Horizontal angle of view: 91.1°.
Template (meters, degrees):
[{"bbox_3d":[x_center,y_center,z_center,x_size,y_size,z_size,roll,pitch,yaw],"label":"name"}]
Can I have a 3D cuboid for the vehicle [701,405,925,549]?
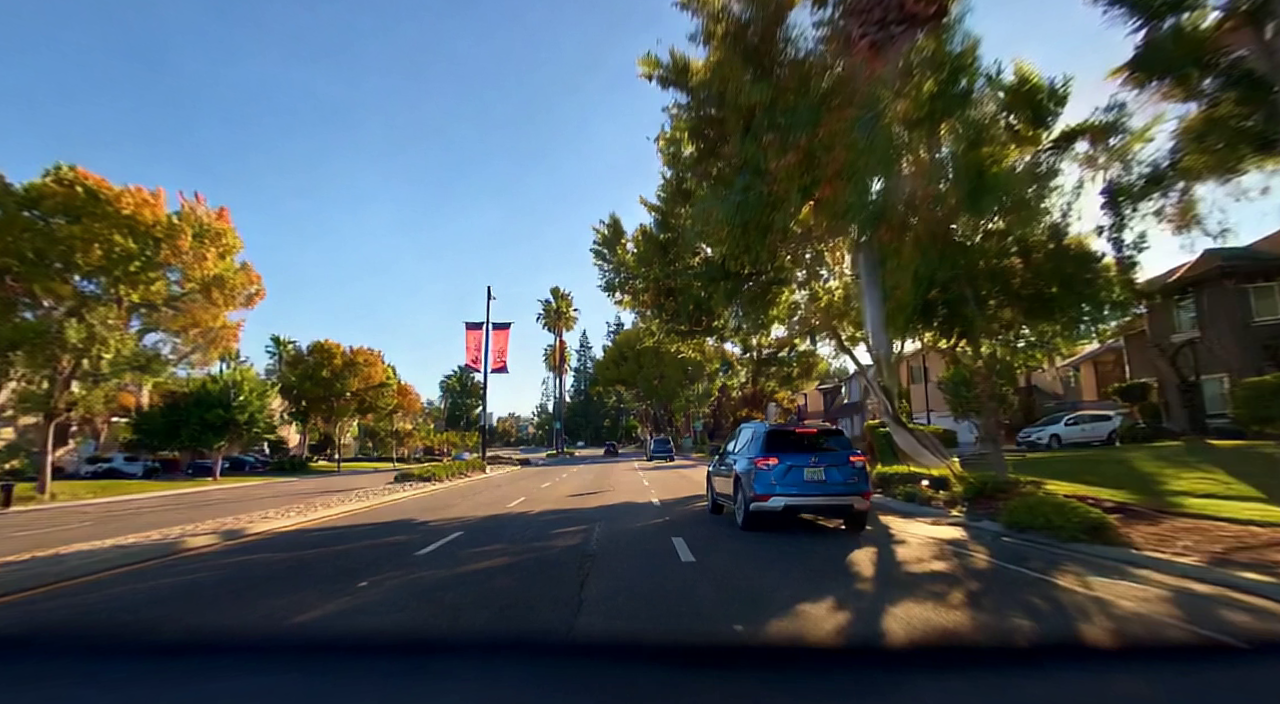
[{"bbox_3d":[2.431,1.929,10.358,2.195,1.804,4.658,0,-8,-2],"label":"vehicle"}]

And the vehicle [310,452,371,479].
[{"bbox_3d":[-17.728,6.693,37.408,2.018,1.438,4.448,1,-8,-9],"label":"vehicle"}]

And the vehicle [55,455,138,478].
[{"bbox_3d":[-37.445,7.860,43.281,4.080,1.476,1.821,-1,-8,4],"label":"vehicle"}]

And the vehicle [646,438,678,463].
[{"bbox_3d":[1.651,7.621,48.705,2.172,1.768,4.414,0,-8,-2],"label":"vehicle"}]
